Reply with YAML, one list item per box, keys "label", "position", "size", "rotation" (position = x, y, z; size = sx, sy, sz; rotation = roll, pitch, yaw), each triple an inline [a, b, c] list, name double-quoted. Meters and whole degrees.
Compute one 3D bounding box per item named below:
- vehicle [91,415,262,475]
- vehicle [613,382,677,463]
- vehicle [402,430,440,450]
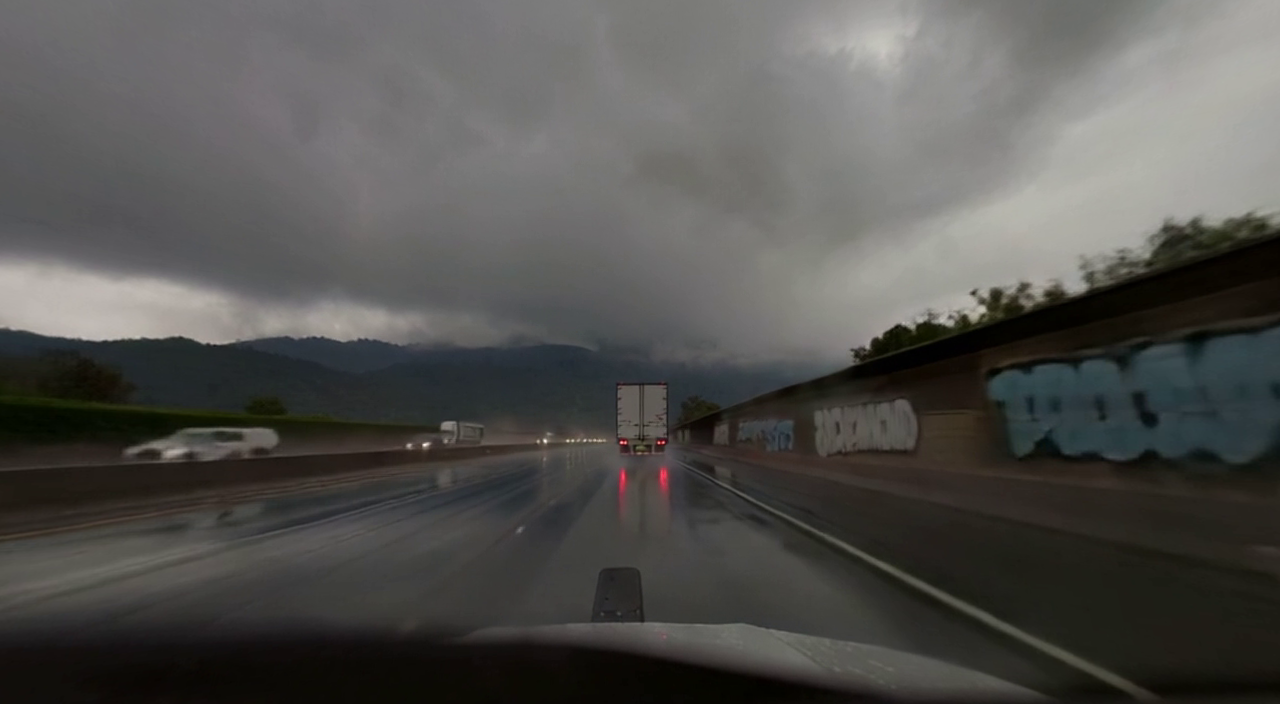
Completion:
- label: "vehicle"
  position: [-14.969, 3.032, 20.790]
  size: [2.030, 1.734, 4.748]
  rotation: [0, -8, 0]
- label: "vehicle"
  position: [0.009, 3.994, 34.694]
  size: [2.921, 3.765, 10.773]
  rotation: [0, -8, -3]
- label: "vehicle"
  position: [-15.390, 6.192, 44.415]
  size: [1.541, 1.359, 3.344]
  rotation: [0, -8, -1]
